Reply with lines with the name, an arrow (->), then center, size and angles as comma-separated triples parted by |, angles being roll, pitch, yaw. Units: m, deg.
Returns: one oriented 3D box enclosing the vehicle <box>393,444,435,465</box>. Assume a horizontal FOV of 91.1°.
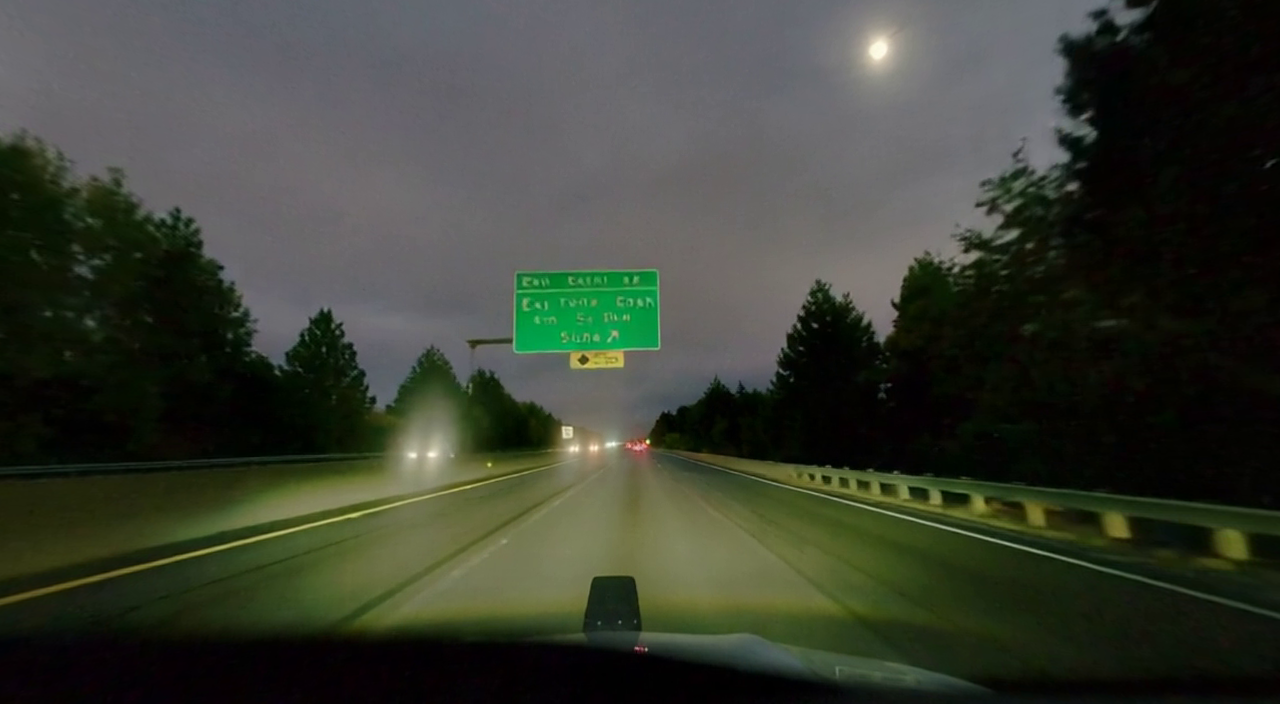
vehicle -> -16.250, 7.384, 45.408 | 1.683, 1.425, 3.579 | 0, -9, 0
